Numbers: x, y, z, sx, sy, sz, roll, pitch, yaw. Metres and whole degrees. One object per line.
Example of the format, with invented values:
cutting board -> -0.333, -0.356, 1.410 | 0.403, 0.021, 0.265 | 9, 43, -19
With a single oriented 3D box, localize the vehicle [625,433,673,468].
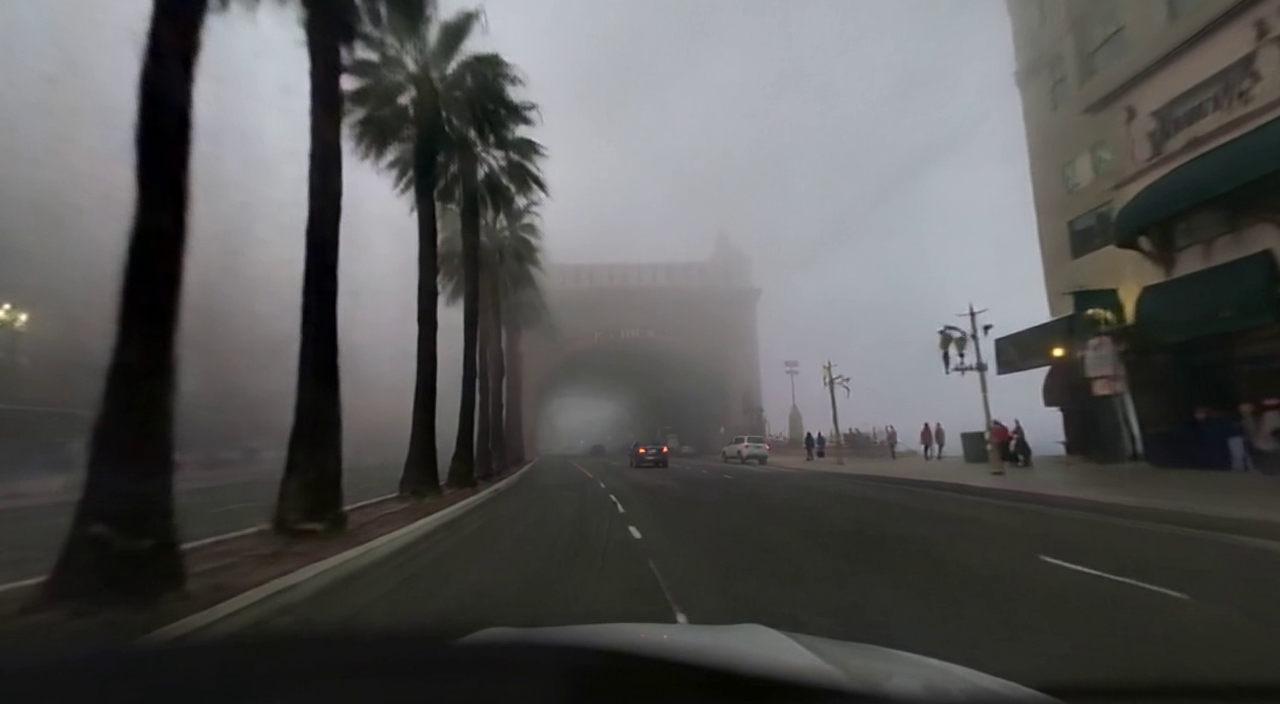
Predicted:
vehicle -> 0.447, 6.232, 40.205 | 2.284, 2.010, 6.670 | 1, -8, -5

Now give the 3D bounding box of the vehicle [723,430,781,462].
vehicle -> 7.736, 6.597, 44.326 | 2.417, 2.030, 5.711 | 1, -8, -7
